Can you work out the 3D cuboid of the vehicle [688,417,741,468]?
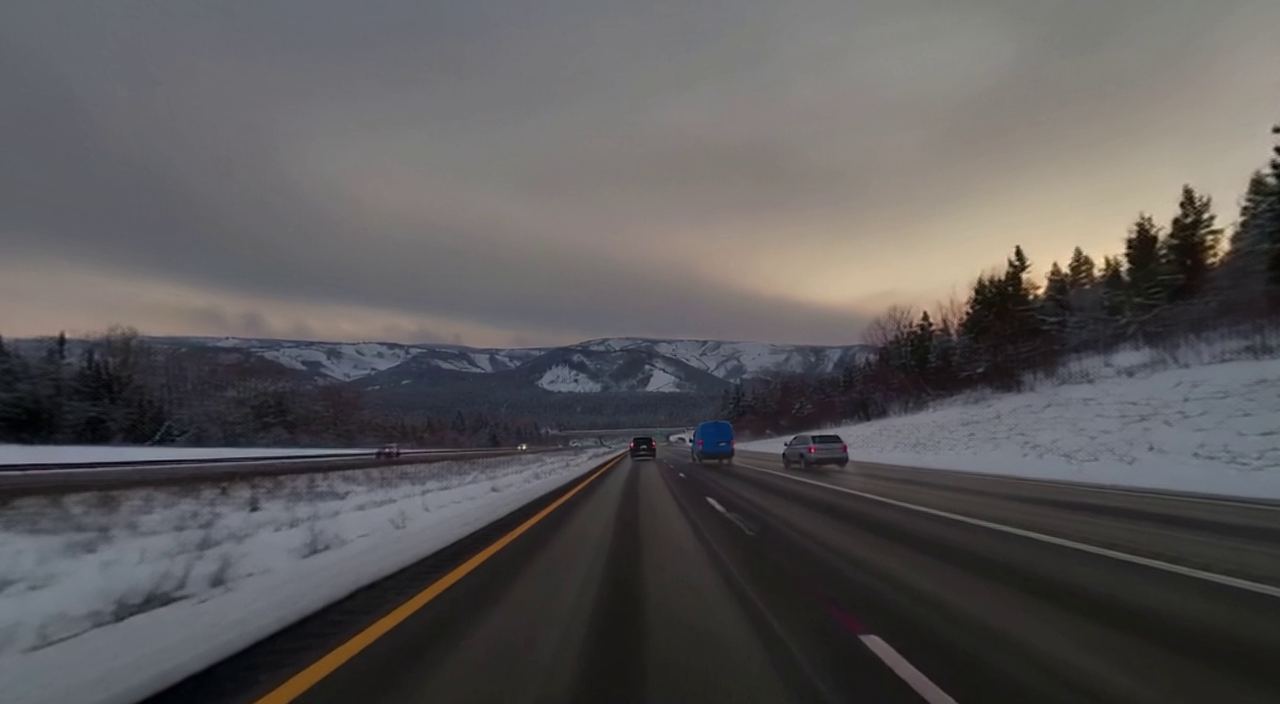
[{"bbox_3d":[4.157,5.240,36.460,2.302,2.670,6.176,0,-8,0],"label":"vehicle"}]

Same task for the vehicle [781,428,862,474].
[{"bbox_3d":[8.188,4.534,29.019,2.240,1.925,4.854,0,-8,-1],"label":"vehicle"}]

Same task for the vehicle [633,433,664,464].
[{"bbox_3d":[0.548,6.961,45.571,2.131,2.122,4.473,0,-8,0],"label":"vehicle"}]
